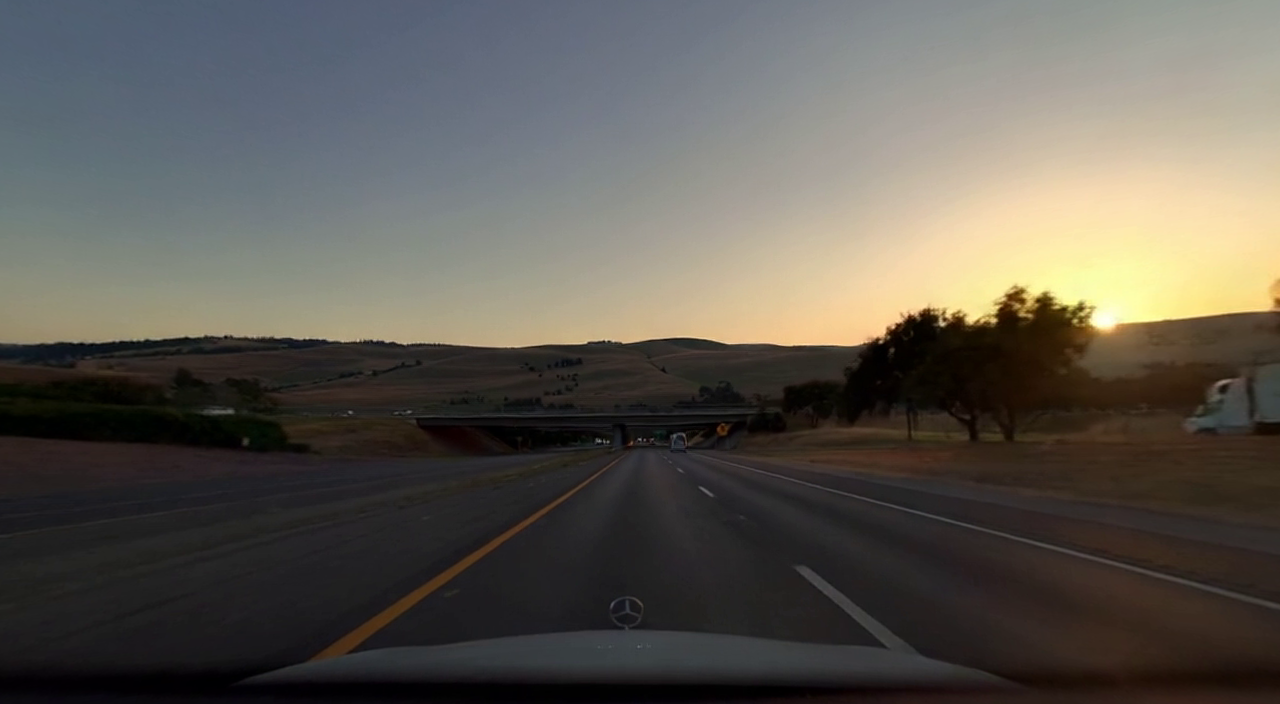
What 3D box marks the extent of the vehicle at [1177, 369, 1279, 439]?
[{"bbox_3d":[36.447,3.177,37.253,3.089,3.837,6.103,5,-9,-25],"label":"vehicle"}]
